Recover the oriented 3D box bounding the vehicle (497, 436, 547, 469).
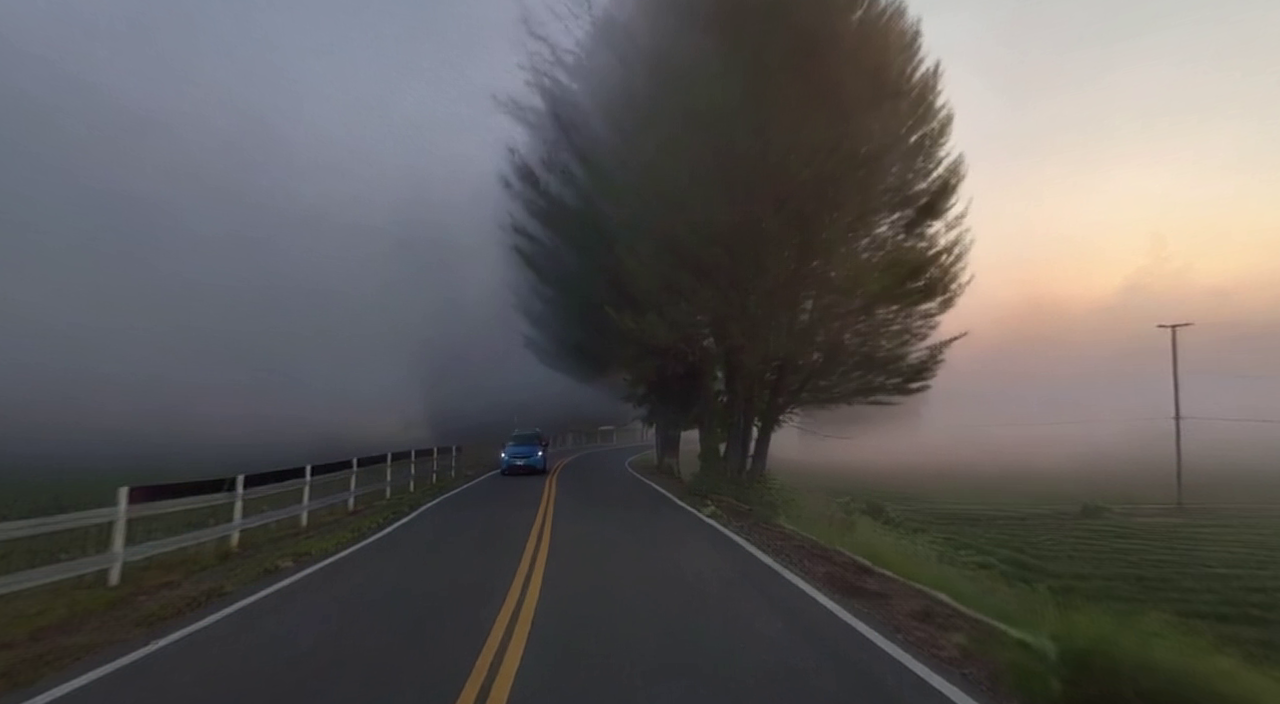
[{"bbox_3d":[-5.737,4.930,31.187,1.987,1.521,3.649,0,-8,-4],"label":"vehicle"}]
